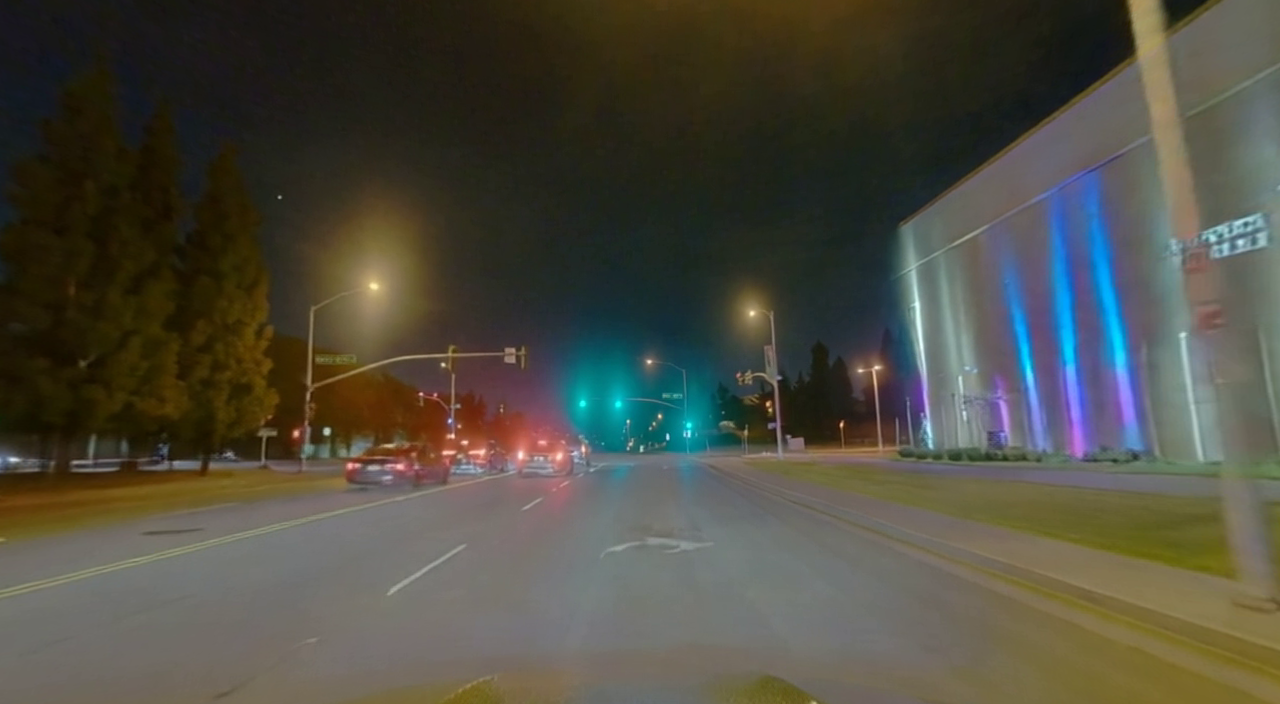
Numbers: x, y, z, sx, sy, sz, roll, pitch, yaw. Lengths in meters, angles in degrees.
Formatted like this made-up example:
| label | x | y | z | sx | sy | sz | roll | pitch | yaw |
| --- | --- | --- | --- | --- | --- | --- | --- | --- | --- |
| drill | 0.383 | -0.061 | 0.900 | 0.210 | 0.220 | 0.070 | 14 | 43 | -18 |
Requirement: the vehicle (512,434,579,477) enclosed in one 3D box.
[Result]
| label | x | y | z | sx | sy | sz | roll | pitch | yaw |
| --- | --- | --- | --- | --- | --- | --- | --- | --- | --- |
| vehicle | -3.822 | 4.272 | 26.194 | 2.043 | 1.636 | 4.320 | 0 | -9 | 1 |

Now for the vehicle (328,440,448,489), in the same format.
| label | x | y | z | sx | sy | sz | roll | pitch | yaw |
| --- | --- | --- | --- | --- | --- | --- | --- | --- | --- |
| vehicle | -8.134 | 3.651 | 20.790 | 2.030 | 1.440 | 4.464 | 0 | -9 | 2 |

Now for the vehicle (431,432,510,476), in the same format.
| label | x | y | z | sx | sy | sz | roll | pitch | yaw |
| --- | --- | --- | --- | --- | --- | --- | --- | --- | --- |
| vehicle | -7.685 | 4.673 | 28.988 | 2.152 | 1.813 | 4.751 | 0 | -9 | 2 |
